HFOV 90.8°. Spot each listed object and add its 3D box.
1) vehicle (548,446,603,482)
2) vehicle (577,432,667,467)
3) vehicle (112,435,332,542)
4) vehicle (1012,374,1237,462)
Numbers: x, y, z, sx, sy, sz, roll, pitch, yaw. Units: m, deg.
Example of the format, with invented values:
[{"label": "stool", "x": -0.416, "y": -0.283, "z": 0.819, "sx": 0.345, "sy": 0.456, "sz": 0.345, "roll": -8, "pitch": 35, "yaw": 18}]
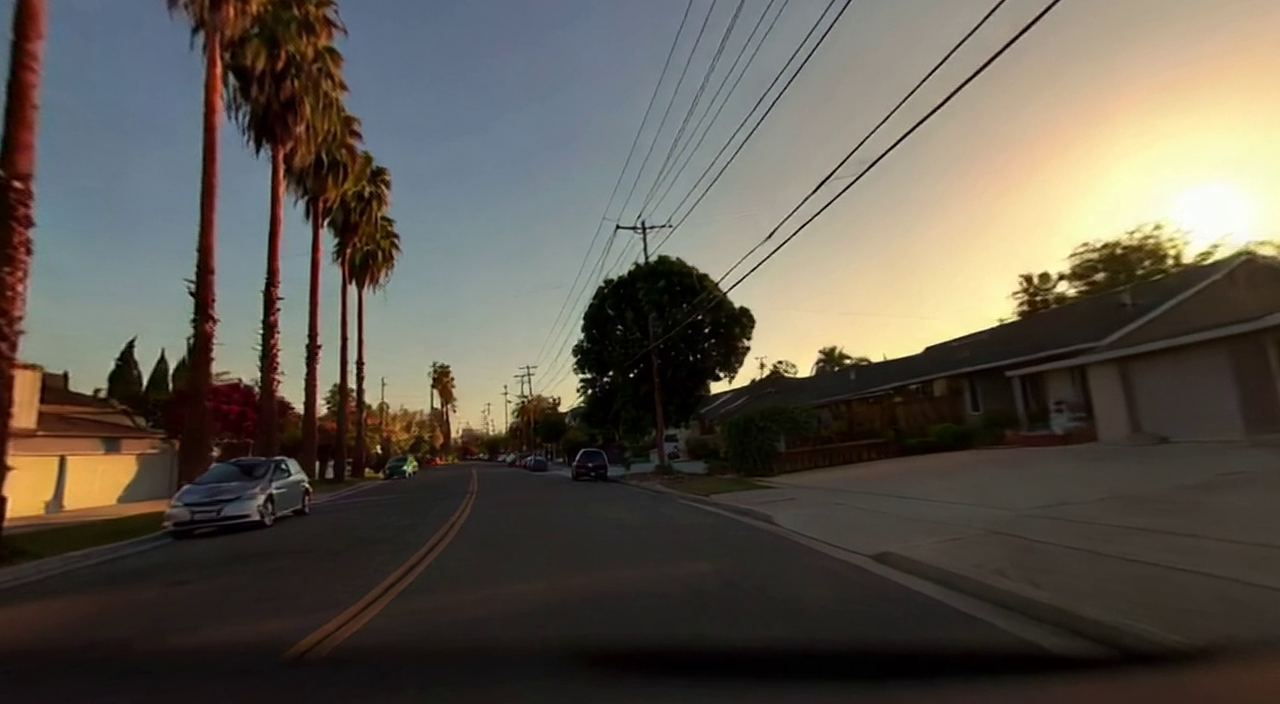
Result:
[{"label": "vehicle", "x": -2.998, "y": 5.066, "z": 28.817, "sx": 1.870, "sy": 1.490, "sz": 3.802, "roll": 2, "pitch": -9, "yaw": -16}, {"label": "vehicle", "x": -1.312, "y": 6.750, "z": 43.918, "sx": 5.900, "sy": 2.328, "sz": 2.603, "roll": 1, "pitch": -8, "yaw": -9}, {"label": "vehicle", "x": -8.662, "y": 2.869, "z": 13.784, "sx": 2.410, "sy": 1.790, "sz": 4.699, "roll": 0, "pitch": -10, "yaw": -13}, {"label": "vehicle", "x": 13.238, "y": 1.881, "z": 17.413, "sx": 4.795, "sy": 2.190, "sz": 2.305, "roll": 2, "pitch": -9, "yaw": -15}]
